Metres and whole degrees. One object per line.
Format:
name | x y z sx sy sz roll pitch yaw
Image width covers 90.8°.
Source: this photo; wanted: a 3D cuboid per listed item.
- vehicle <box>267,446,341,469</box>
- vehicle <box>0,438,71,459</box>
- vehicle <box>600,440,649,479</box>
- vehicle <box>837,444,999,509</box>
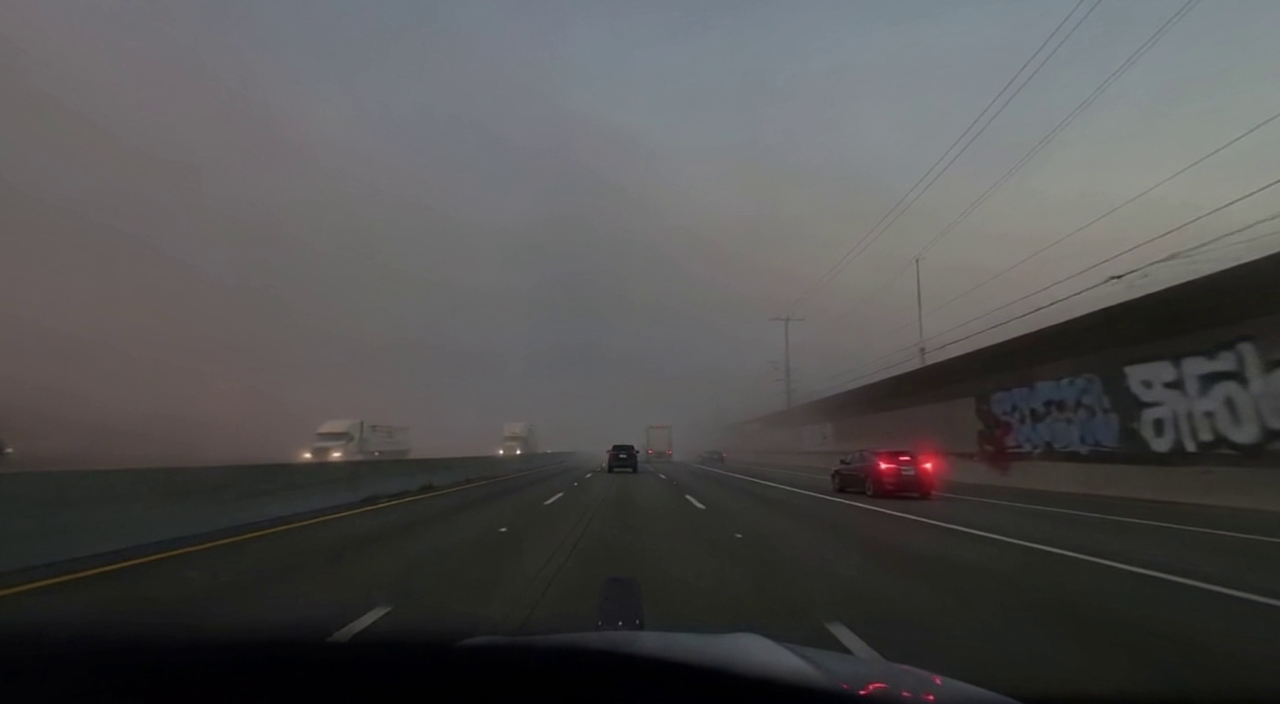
vehicle | -17.541 5.511 33.202 1.781 1.142 3.830 0 -9 0
vehicle | -31.090 4.705 30.871 4.563 0.956 2.176 5 -9 -34
vehicle | -0.679 5.054 29.883 2.191 1.685 3.353 0 -9 0
vehicle | 7.089 3.211 16.815 2.018 1.451 4.762 0 -9 -2
